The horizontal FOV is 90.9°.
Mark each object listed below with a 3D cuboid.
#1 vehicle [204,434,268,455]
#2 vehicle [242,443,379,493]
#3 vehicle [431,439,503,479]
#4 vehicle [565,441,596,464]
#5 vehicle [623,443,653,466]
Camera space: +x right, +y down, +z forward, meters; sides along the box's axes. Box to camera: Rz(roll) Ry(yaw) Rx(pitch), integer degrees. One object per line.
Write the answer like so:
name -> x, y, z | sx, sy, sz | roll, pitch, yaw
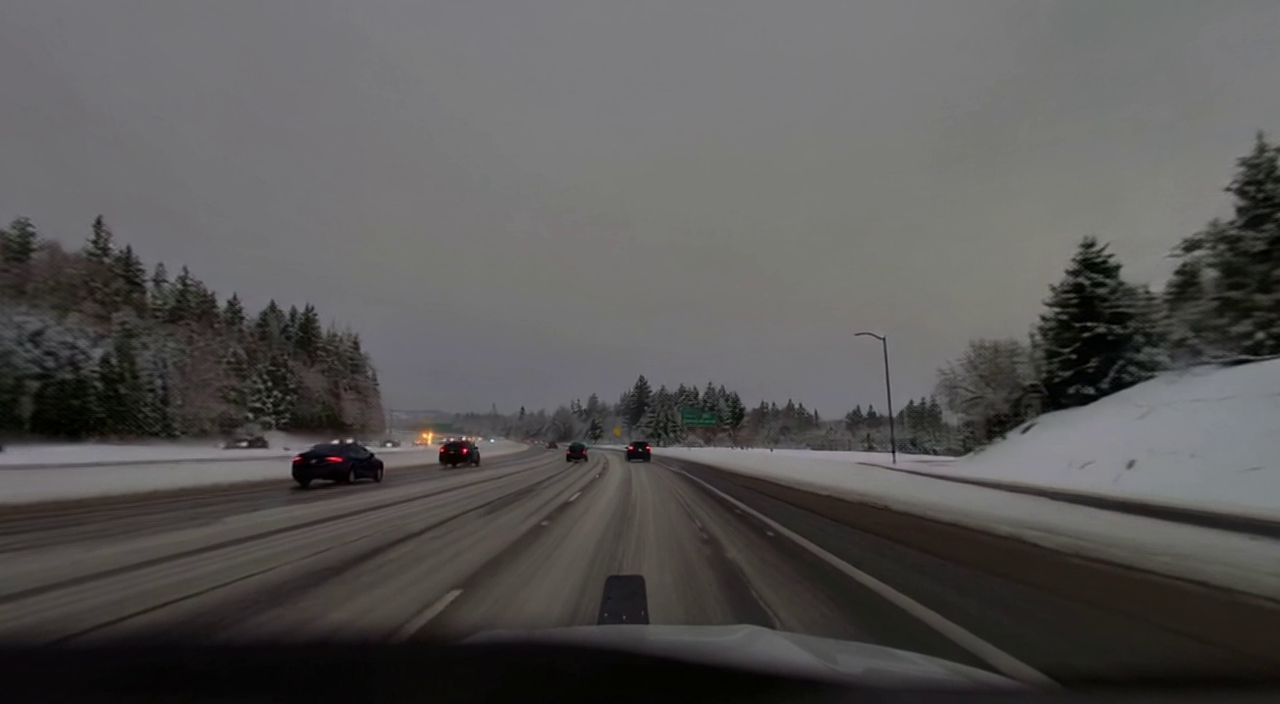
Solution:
vehicle -> -30.121, 6.929, 47.162 | 1.829, 1.494, 4.527 | 0, -8, -1
vehicle -> -10.902, 3.835, 21.392 | 1.935, 1.474, 5.033 | 0, -8, 0
vehicle -> -7.548, 4.687, 27.917 | 2.086, 1.628, 4.039 | 0, -8, -1
vehicle -> -4.407, 7.543, 47.422 | 1.991, 1.610, 4.606 | 0, -8, -1
vehicle -> -0.157, 6.682, 41.250 | 1.881, 1.460, 3.694 | 0, -8, -2
